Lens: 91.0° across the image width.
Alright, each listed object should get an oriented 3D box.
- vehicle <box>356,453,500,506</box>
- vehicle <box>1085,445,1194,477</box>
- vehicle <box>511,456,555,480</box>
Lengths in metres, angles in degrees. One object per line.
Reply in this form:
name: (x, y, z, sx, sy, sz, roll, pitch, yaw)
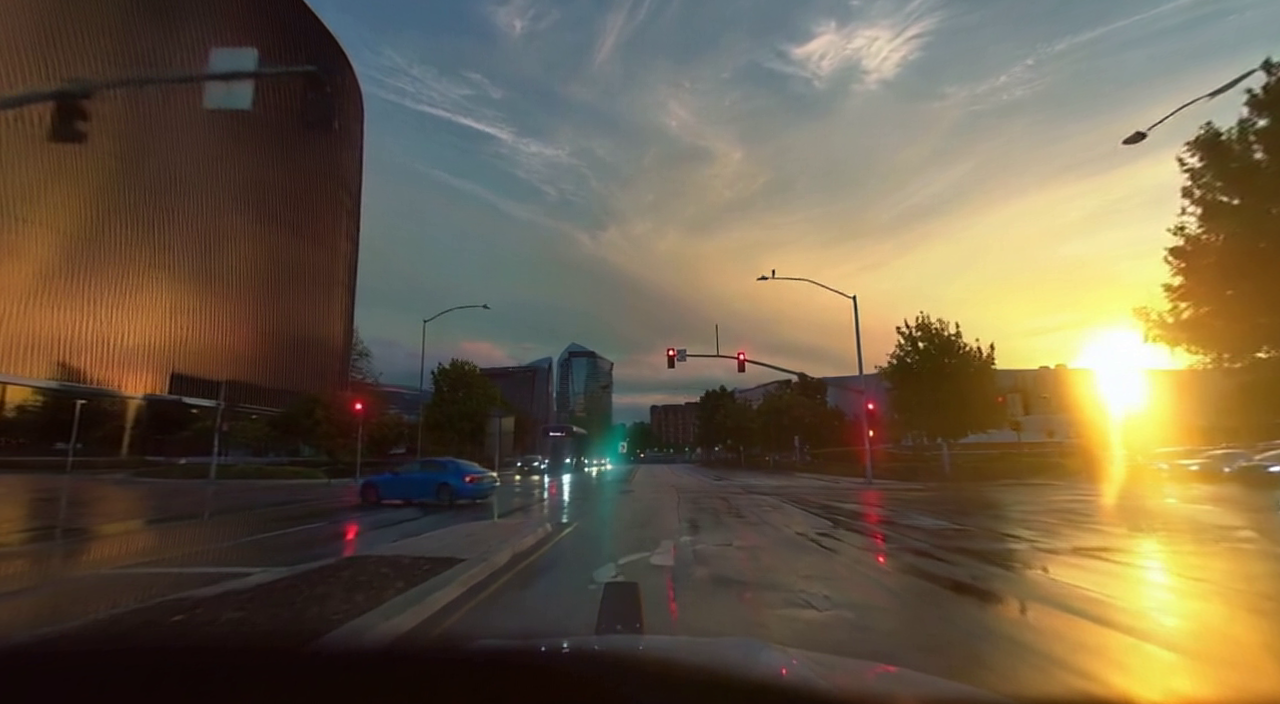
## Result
vehicle: (-6.953, 4.116, 20.658, 4.197, 1.525, 2.014, -4, -10, 26)
vehicle: (25.033, 5.449, 31.804, 2.021, 1.484, 4.454, 0, -9, 3)
vehicle: (-7.426, 8.075, 44.047, 2.113, 1.535, 4.504, 0, -9, 2)
